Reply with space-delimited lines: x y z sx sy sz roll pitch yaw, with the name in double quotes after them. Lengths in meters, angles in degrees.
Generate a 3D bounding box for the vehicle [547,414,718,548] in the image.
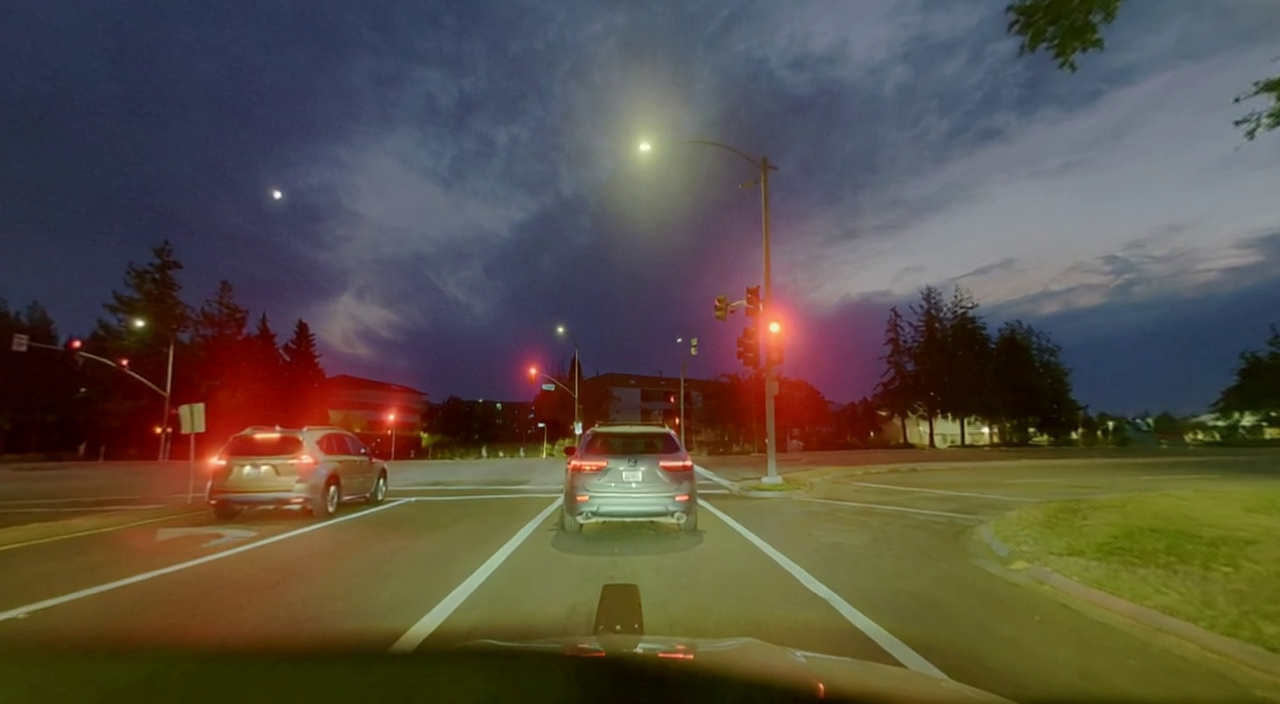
-0.237 1.940 10.097 2.154 1.670 4.140 0 -9 -4 "vehicle"

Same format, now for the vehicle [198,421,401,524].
-6.498 2.336 12.680 2.020 1.695 4.187 1 -9 -5 "vehicle"
